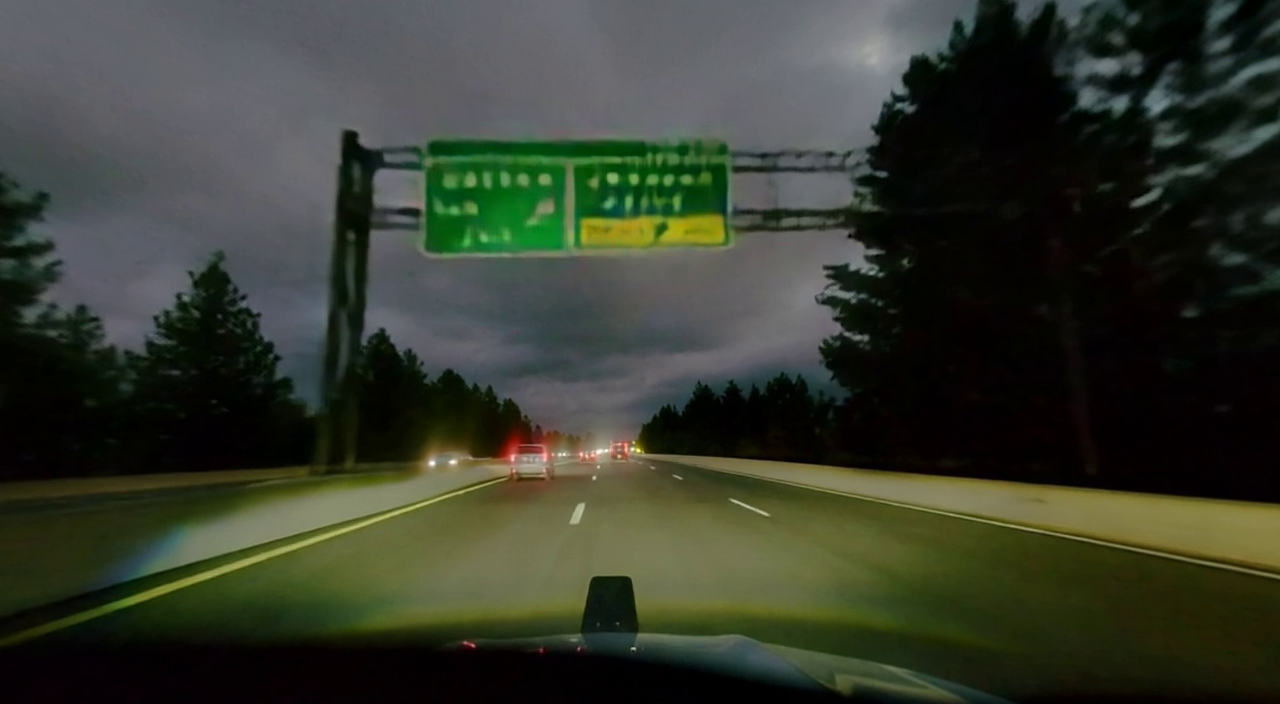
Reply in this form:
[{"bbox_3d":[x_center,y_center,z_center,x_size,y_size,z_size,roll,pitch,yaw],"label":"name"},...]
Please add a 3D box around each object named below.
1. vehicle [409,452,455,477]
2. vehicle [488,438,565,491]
[{"bbox_3d":[-13.949,7.539,42.274,1.860,1.507,3.987,0,-9,-2],"label":"vehicle"},{"bbox_3d":[-3.964,4.004,22.611,2.151,1.693,4.201,0,-9,-2],"label":"vehicle"}]
